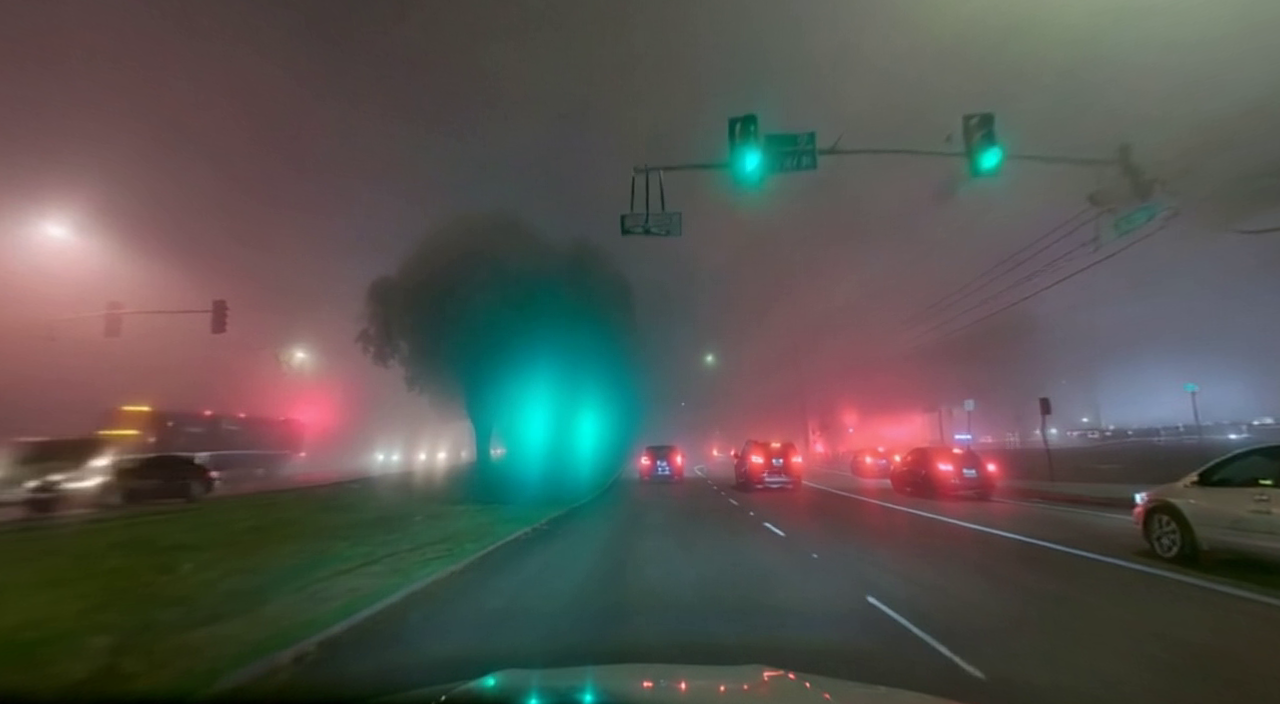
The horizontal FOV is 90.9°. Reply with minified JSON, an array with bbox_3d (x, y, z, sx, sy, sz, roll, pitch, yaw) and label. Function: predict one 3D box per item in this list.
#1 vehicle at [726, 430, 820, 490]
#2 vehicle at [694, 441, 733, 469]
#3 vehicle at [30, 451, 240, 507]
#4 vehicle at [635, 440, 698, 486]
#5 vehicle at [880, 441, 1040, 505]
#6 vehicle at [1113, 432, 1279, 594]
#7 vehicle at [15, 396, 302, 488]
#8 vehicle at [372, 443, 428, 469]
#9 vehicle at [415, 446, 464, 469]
[{"bbox_3d":[4.355,3.636,21.481,2.119,1.810,4.848,0,-9,0],"label":"vehicle"},{"bbox_3d":[4.439,6.295,38.522,1.896,1.612,4.203,0,-9,1],"label":"vehicle"},{"bbox_3d":[-13.708,3.438,17.584,1.926,1.303,4.686,0,-9,1],"label":"vehicle"},{"bbox_3d":[0.962,4.127,23.697,2.168,1.527,4.174,0,-9,2],"label":"vehicle"},{"bbox_3d":[8.295,3.153,16.924,1.882,1.463,4.543,0,-9,0],"label":"vehicle"},{"bbox_3d":[6.797,1.435,5.510,1.866,1.471,4.478,0,-9,0],"label":"vehicle"},{"bbox_3d":[-21.059,4.271,29.550,3.354,3.314,12.985,0,-9,0],"label":"vehicle"},{"bbox_3d":[-17.488,7.612,46.155,2.076,1.762,4.895,0,-9,1],"label":"vehicle"},{"bbox_3d":[-13.796,7.291,43.675,1.827,1.469,4.476,0,-9,1],"label":"vehicle"}]
